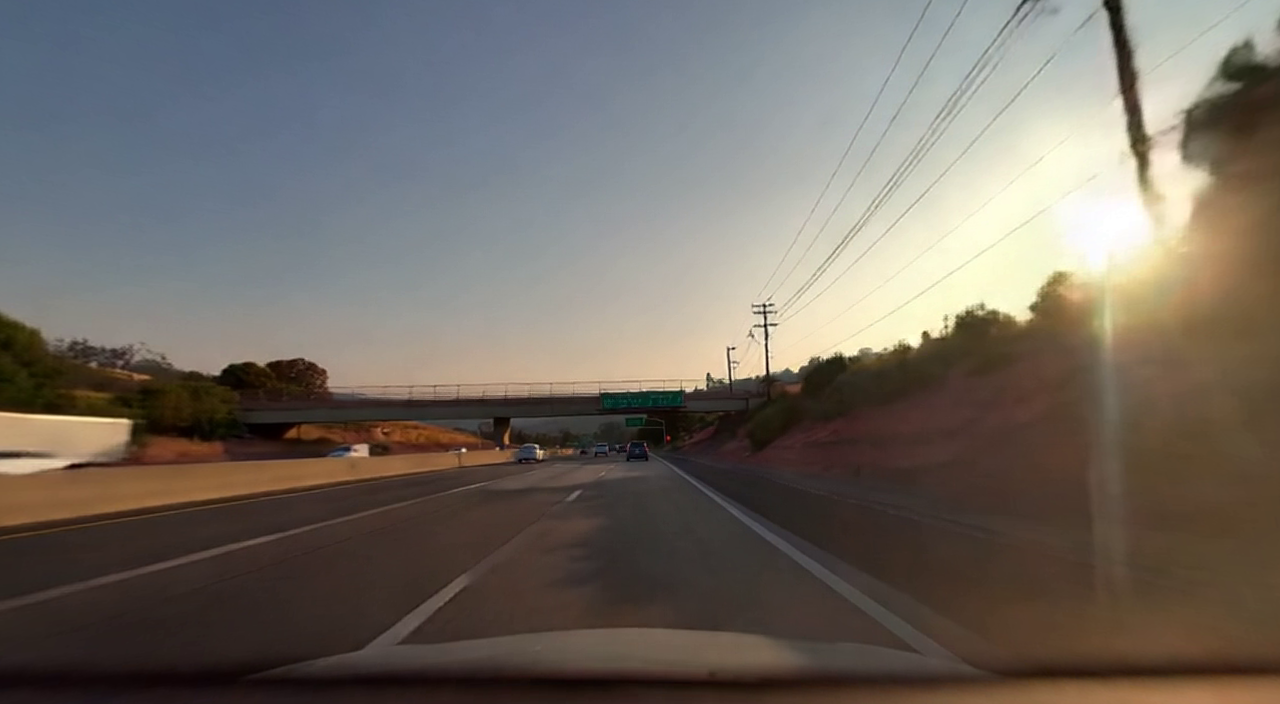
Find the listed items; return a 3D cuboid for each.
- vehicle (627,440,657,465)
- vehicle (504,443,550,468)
[{"bbox_3d":[0.116,7.255,45.580,2.063,1.715,4.299,0,-8,0],"label":"vehicle"},{"bbox_3d":[-7.138,6.567,40.366,2.077,1.511,4.323,0,-8,1],"label":"vehicle"}]
